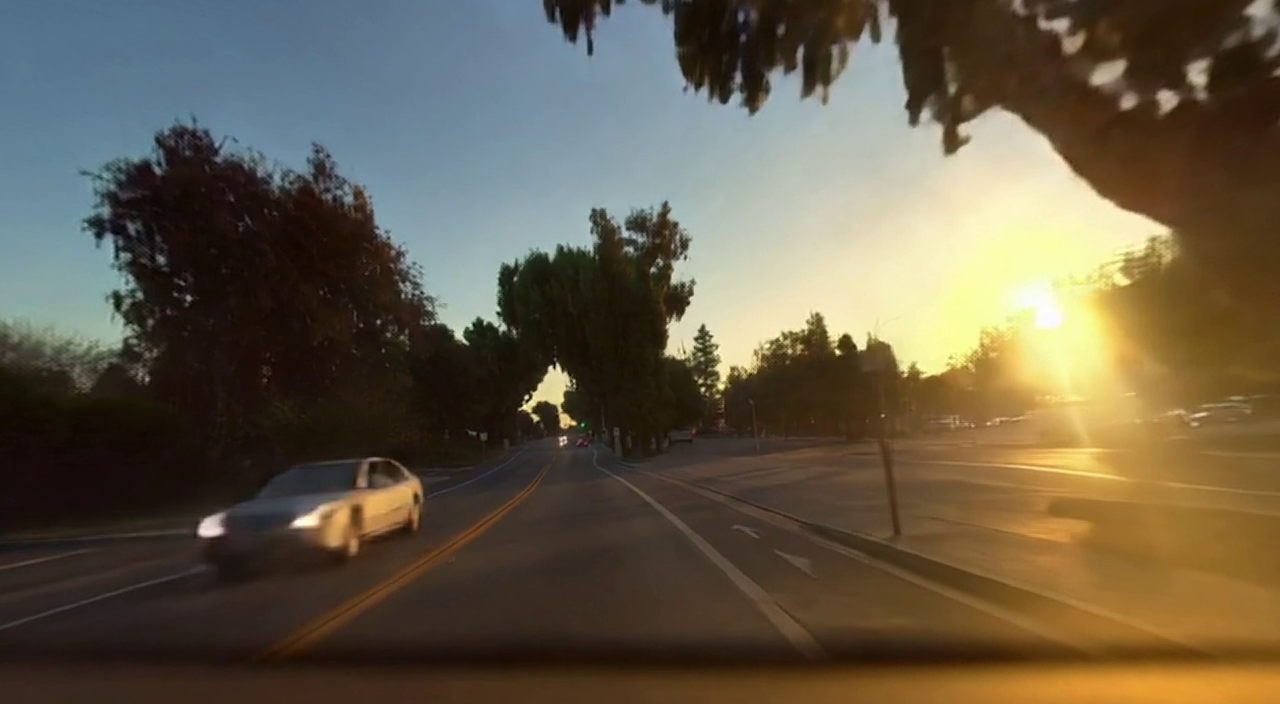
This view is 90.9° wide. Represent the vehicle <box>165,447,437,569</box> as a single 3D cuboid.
[{"bbox_3d":[-5.042,2.332,10.313,2.125,1.440,4.450,-1,-8,-2],"label":"vehicle"}]

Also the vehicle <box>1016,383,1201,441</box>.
[{"bbox_3d":[28.694,3.739,38.921,8.774,3.004,2.914,-3,-7,2],"label":"vehicle"}]
